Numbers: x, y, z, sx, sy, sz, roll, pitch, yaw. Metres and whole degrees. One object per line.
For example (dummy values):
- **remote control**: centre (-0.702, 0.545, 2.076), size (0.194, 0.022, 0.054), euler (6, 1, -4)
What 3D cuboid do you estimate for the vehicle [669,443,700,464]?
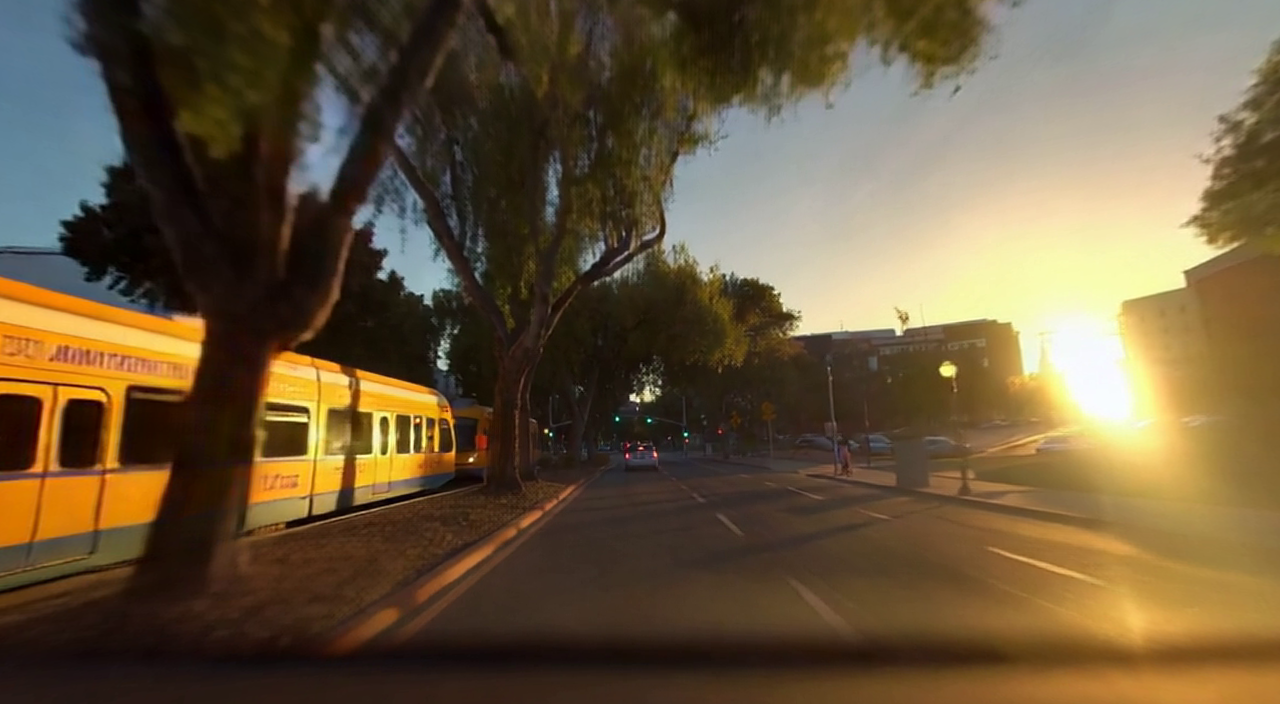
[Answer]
- **vehicle**: centre (3.199, 7.368, 46.079), size (1.944, 1.447, 4.392), euler (0, -8, 0)

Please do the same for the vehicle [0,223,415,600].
- **vehicle**: centre (-7.794, 1.157, 10.944), size (2.897, 3.700, 13.528), euler (0, -7, 0)

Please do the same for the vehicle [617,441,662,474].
- **vehicle**: centre (-0.034, 5.074, 30.675), size (2.002, 1.471, 4.337), euler (0, -8, 0)

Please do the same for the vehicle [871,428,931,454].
- **vehicle**: centre (19.321, 6.673, 47.146), size (2.159, 1.817, 5.675), euler (0, -9, 1)

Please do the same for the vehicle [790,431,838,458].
- **vehicle**: centre (13.110, 7.033, 47.948), size (2.145, 1.911, 5.581), euler (0, -9, 1)
